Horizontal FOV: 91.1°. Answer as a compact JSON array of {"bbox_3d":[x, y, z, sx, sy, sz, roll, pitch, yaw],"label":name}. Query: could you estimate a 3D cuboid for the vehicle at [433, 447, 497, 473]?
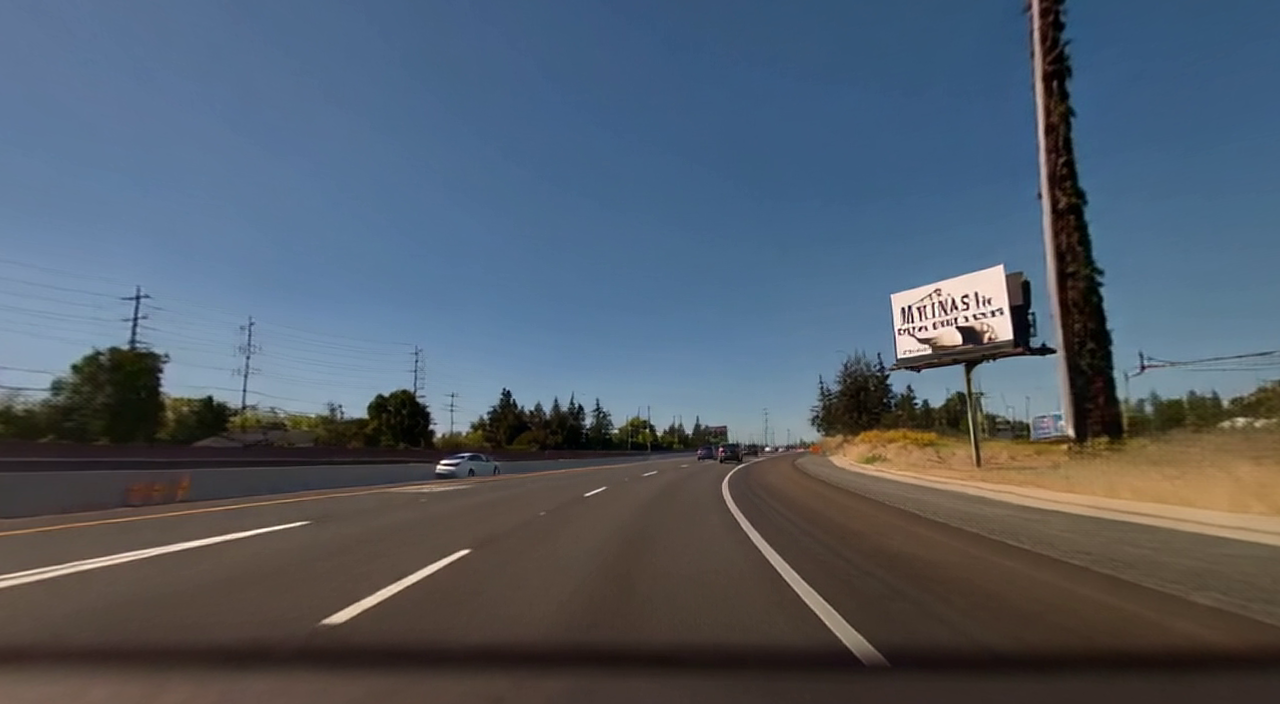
[{"bbox_3d":[-12.389,7.633,44.749,2.145,1.717,4.448,-3,-9,19],"label":"vehicle"}]
